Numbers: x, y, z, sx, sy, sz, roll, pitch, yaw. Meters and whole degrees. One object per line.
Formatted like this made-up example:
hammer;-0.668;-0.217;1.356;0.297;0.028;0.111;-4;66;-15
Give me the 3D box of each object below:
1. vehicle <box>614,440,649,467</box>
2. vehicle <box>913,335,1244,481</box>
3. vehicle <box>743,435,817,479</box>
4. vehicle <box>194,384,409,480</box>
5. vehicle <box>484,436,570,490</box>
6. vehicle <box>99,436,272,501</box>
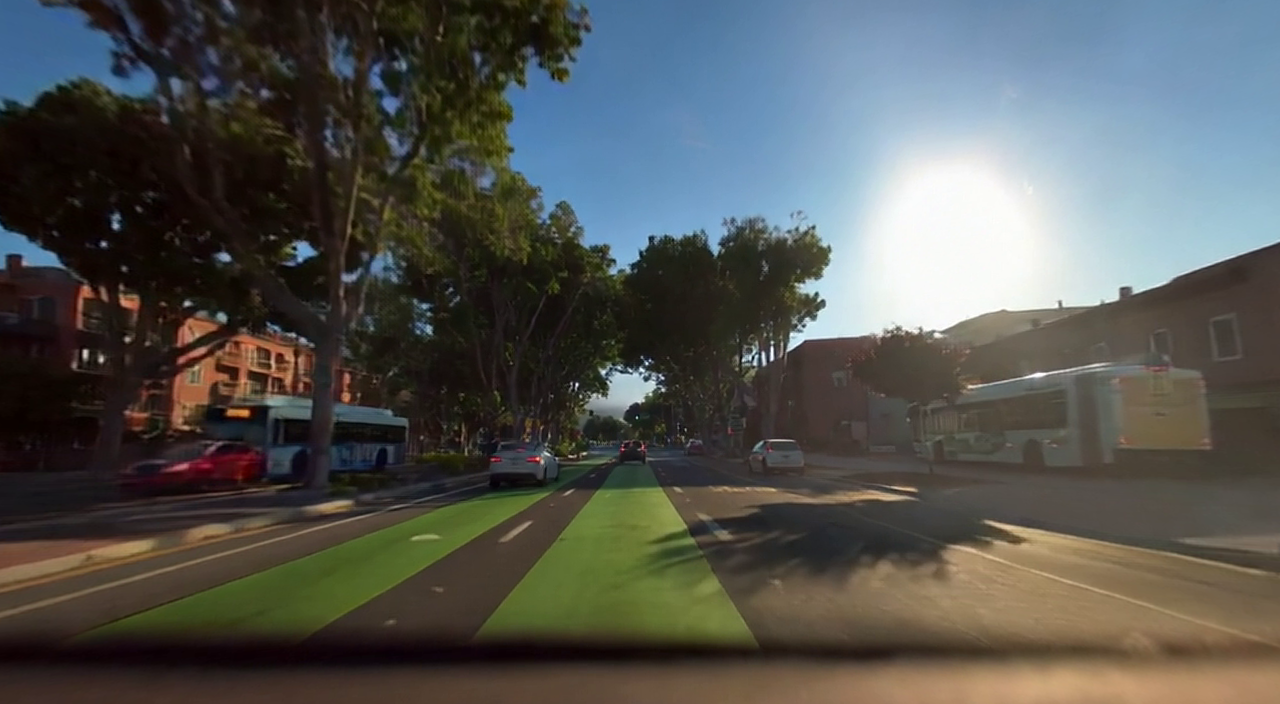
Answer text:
vehicle;-0.486;6.189;38.714;1.999;1.520;3.896;0;-8;0
vehicle;17.723;2.910;28.745;3.225;4.571;16.558;-3;-8;0
vehicle;6.376;4.866;29.608;2.206;1.803;5.753;0;-8;0
vehicle;-15.575;4.109;31.356;3.303;3.710;13.912;0;-8;-1
vehicle;-3.480;3.505;20.304;1.934;1.522;4.287;0;-8;1
vehicle;-11.969;3.060;17.024;1.797;1.532;3.869;0;-8;-1
